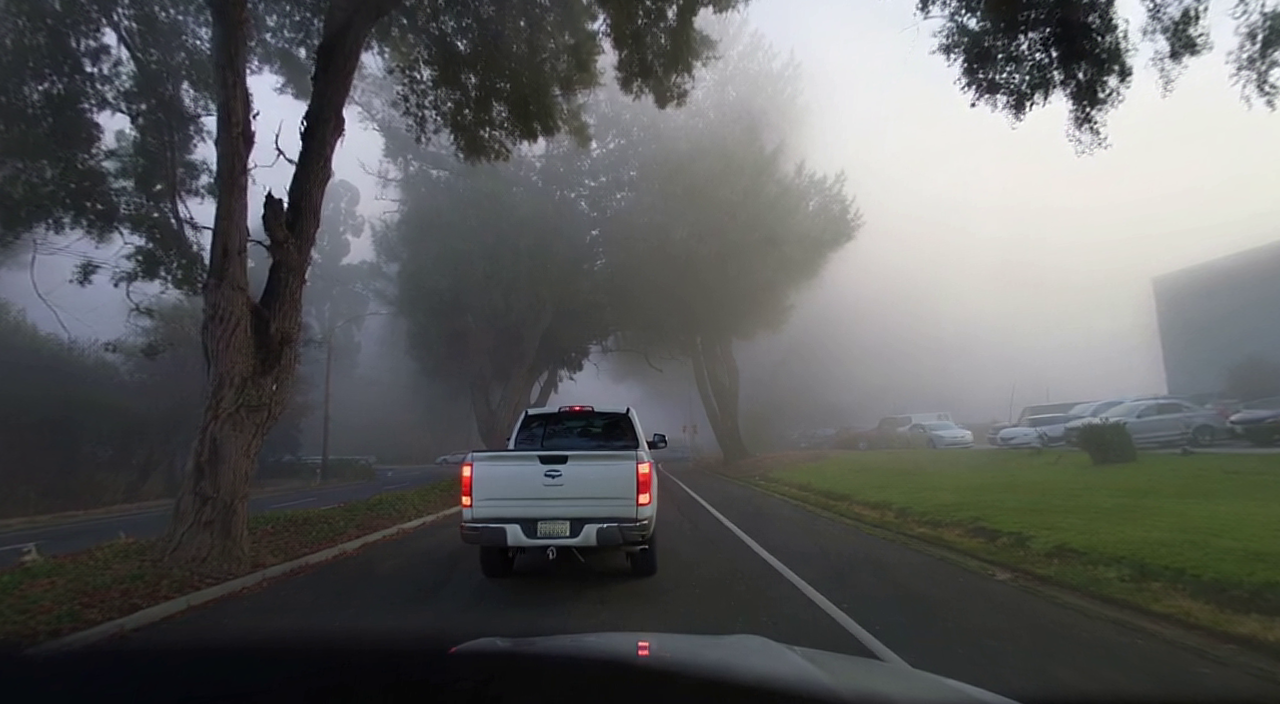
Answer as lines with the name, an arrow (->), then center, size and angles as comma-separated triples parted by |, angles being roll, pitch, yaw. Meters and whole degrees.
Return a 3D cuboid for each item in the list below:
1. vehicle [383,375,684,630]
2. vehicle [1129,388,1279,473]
vehicle -> -0.690, 1.444, 7.128 | 2.157, 1.816, 5.039 | 0, -8, 2
vehicle -> 11.880, 1.418, 11.473 | 4.298, 1.392, 1.944 | -1, -8, 2
